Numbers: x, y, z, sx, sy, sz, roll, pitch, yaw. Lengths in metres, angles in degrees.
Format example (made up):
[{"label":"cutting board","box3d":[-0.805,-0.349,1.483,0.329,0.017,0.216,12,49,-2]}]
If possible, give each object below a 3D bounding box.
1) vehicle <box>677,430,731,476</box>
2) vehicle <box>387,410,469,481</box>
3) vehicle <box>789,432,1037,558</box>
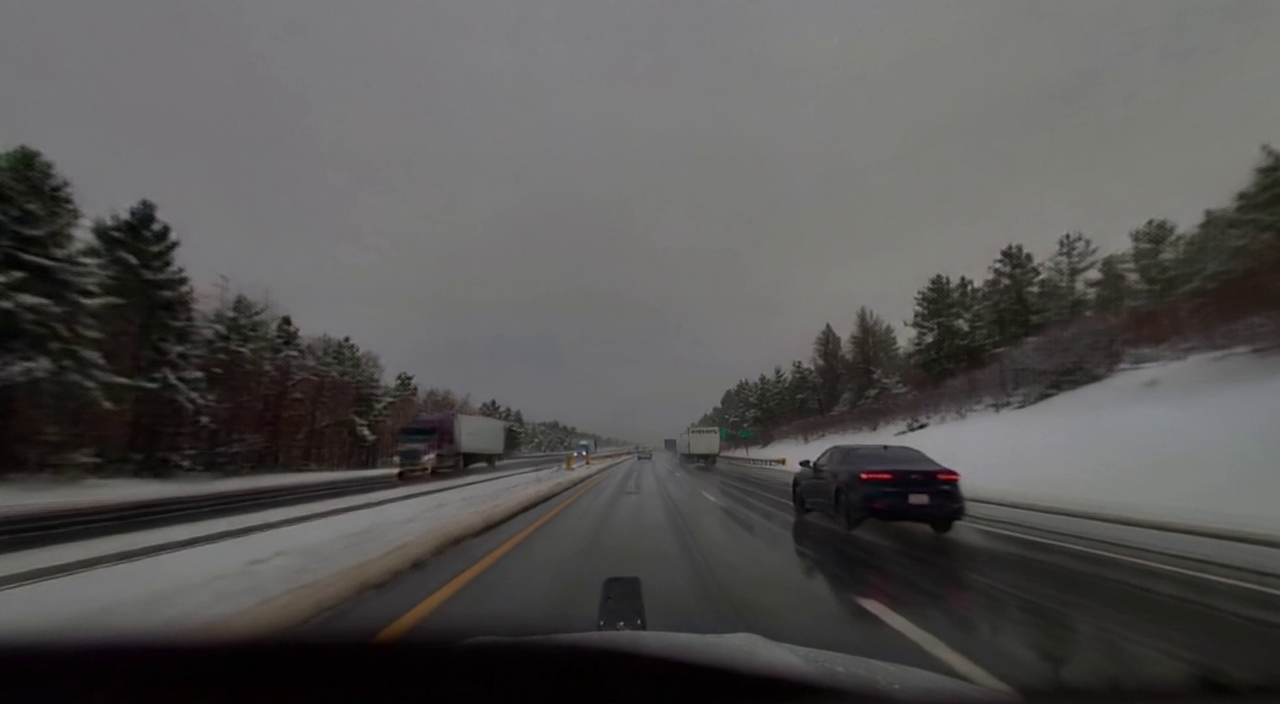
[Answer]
[{"label":"vehicle","box3d":[3.698,5.972,37.476,2.423,2.517,5.055,0,-9,-3]},{"label":"vehicle","box3d":[-12.950,5.825,39.117,2.915,4.016,5.822,0,-9,1]},{"label":"vehicle","box3d":[3.851,2.077,9.799,2.043,1.542,3.881,0,-9,-1]}]
